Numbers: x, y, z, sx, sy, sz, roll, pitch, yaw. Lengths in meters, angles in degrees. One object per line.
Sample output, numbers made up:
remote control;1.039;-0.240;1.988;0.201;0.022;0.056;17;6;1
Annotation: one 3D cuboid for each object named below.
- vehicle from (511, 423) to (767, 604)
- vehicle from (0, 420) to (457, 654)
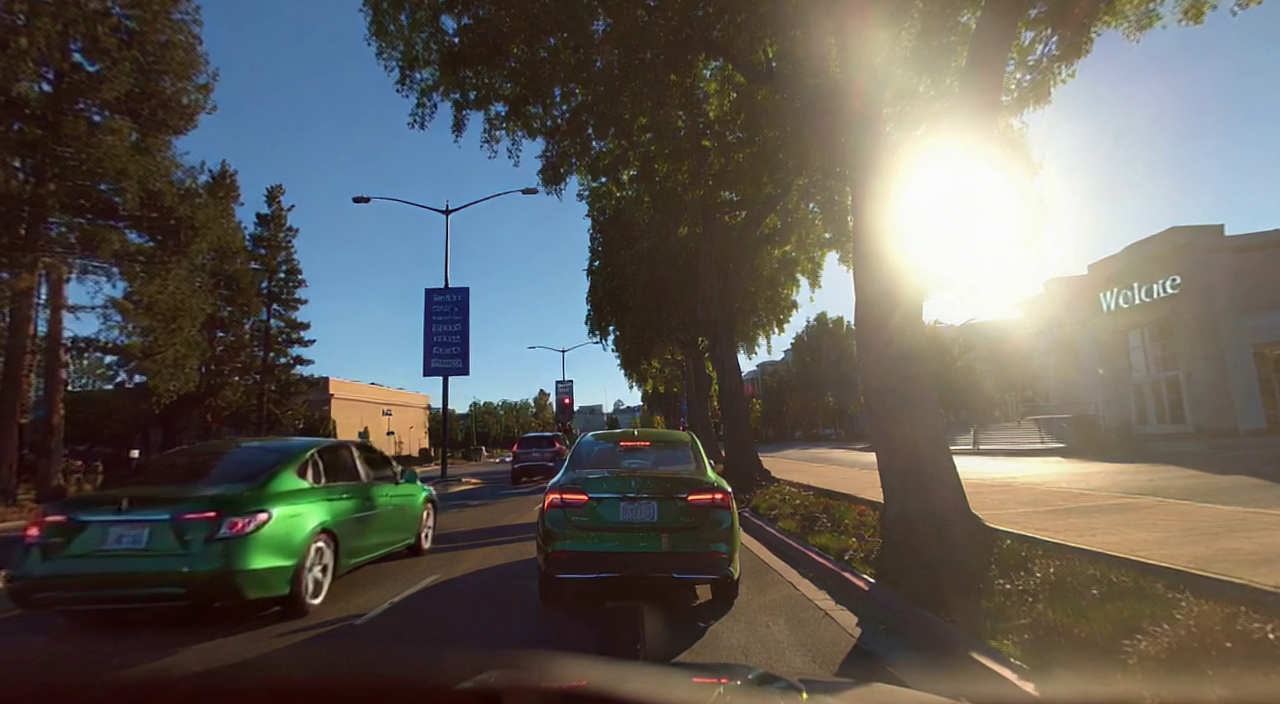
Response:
vehicle;-0.064;1.635;7.299;2.126;1.475;3.967;0;-8;-2
vehicle;-3.501;1.521;6.345;1.961;1.487;4.453;0;-8;0
